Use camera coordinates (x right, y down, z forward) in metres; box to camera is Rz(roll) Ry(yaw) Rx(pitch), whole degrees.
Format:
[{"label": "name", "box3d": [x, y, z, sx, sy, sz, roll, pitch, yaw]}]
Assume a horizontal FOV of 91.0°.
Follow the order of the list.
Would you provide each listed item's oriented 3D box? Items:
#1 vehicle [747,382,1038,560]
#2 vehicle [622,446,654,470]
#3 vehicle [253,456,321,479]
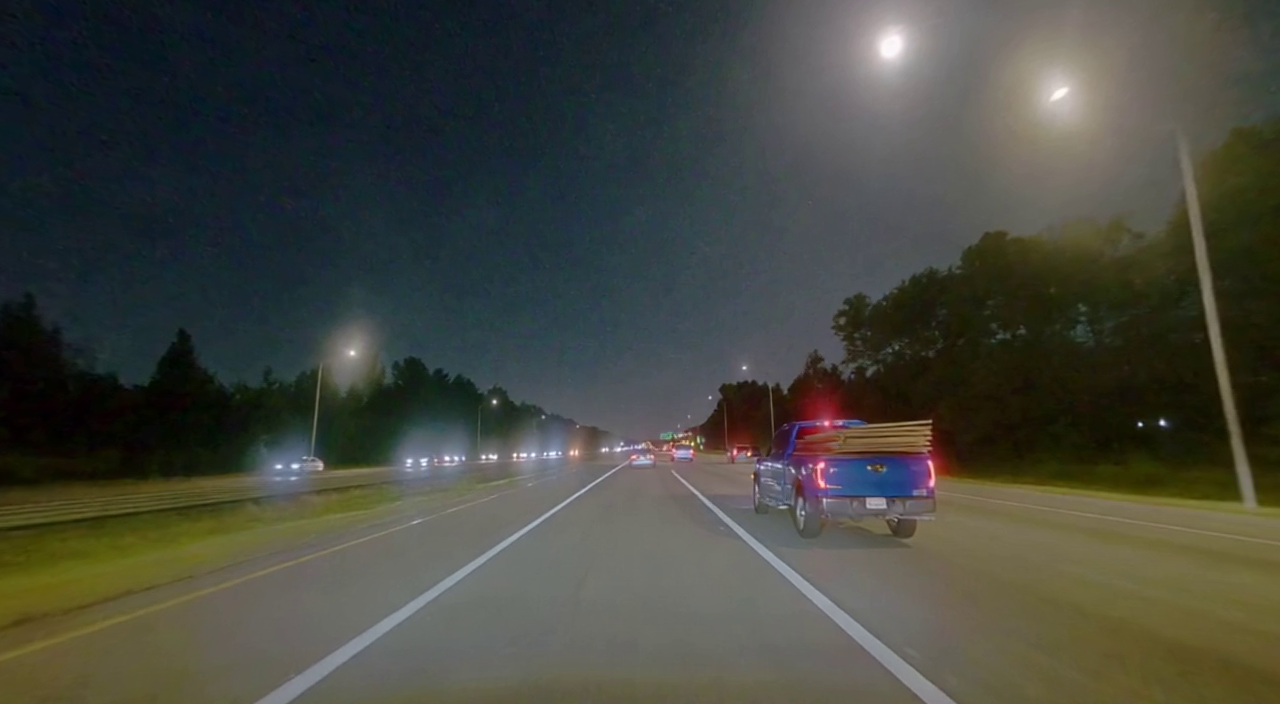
[{"label": "vehicle", "box3d": [3.430, 1.810, 10.226, 2.354, 2.079, 5.586, 0, -9, 0]}, {"label": "vehicle", "box3d": [-0.140, 7.066, 42.222, 2.030, 1.473, 3.926, 0, -9, 0]}, {"label": "vehicle", "box3d": [-25.394, 8.316, 45.499, 2.153, 1.473, 4.569, 0, -9, 1]}]
